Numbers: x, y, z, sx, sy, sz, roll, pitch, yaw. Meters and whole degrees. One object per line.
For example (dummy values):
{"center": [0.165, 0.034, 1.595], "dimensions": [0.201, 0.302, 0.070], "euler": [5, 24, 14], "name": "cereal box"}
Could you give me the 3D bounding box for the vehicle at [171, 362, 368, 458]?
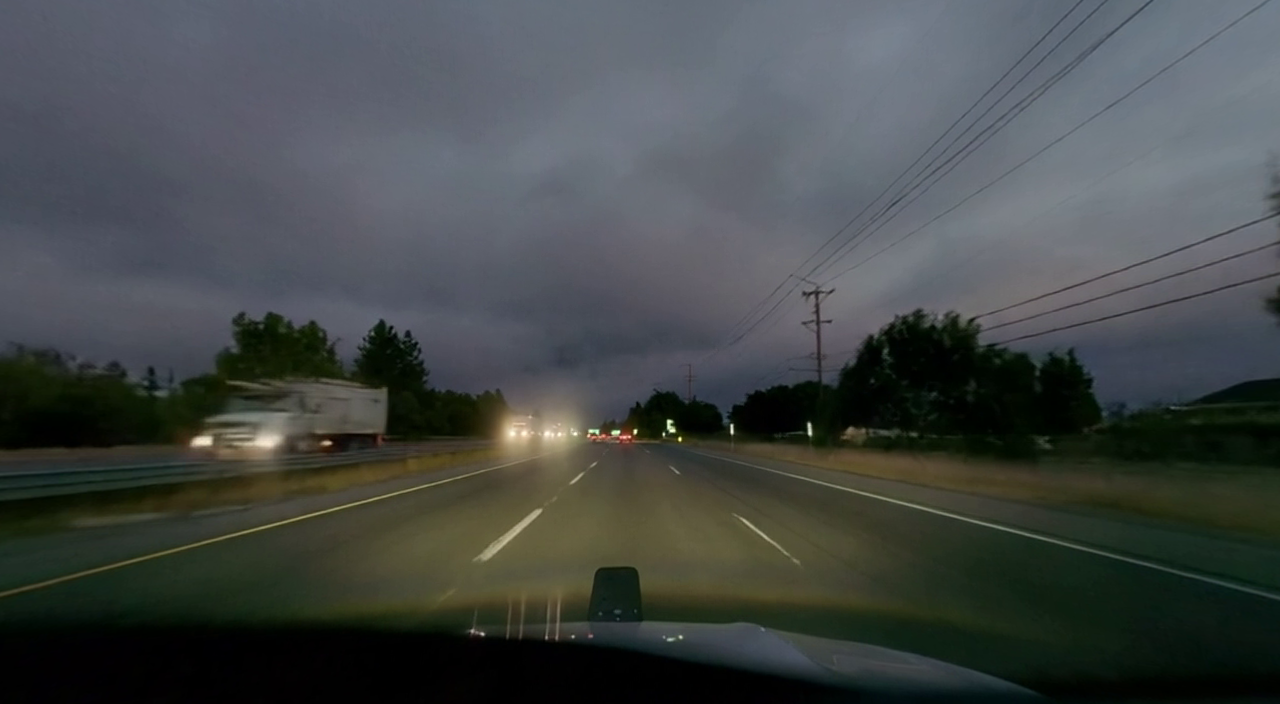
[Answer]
{"center": [-12.834, 2.241, 22.818], "dimensions": [2.850, 2.925, 7.109], "euler": [0, -8, -1], "name": "vehicle"}
